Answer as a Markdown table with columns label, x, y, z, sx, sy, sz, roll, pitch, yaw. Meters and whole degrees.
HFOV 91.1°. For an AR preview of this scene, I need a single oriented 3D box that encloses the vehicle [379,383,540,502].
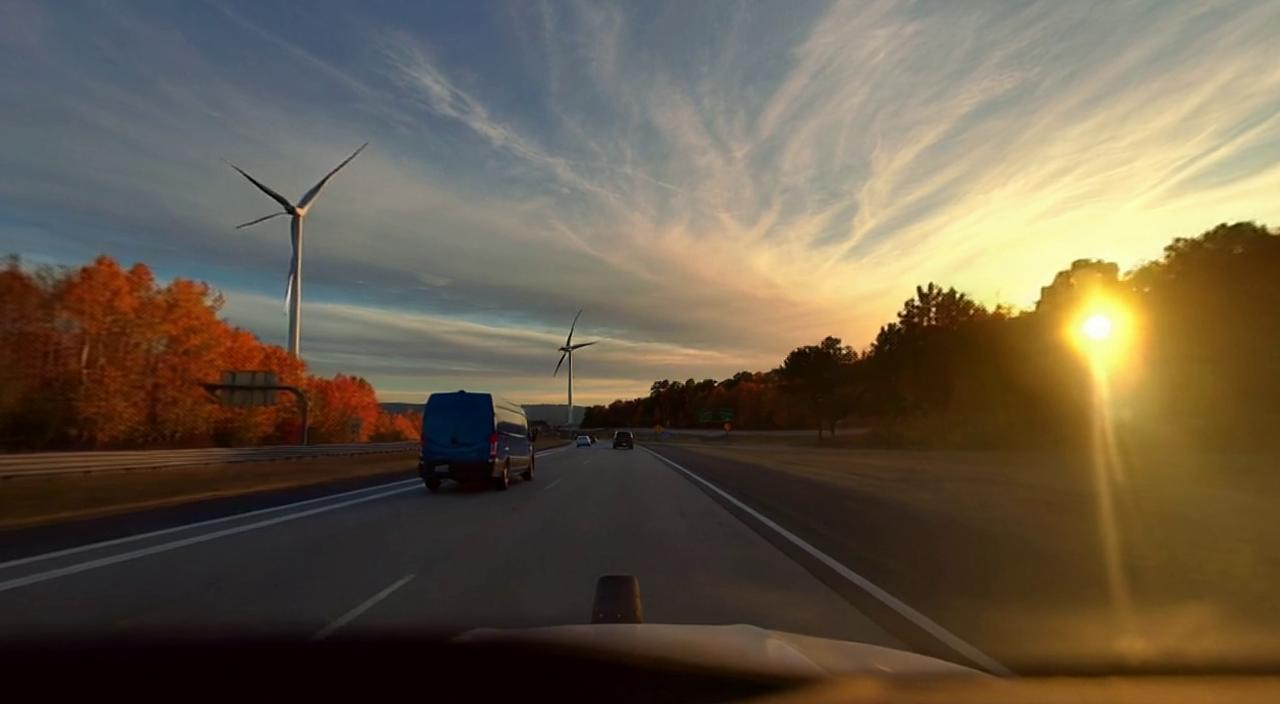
| label | x | y | z | sx | sy | sz | roll | pitch | yaw |
| --- | --- | --- | --- | --- | --- | --- | --- | --- | --- |
| vehicle | -3.939 | 2.110 | 14.931 | 2.303 | 2.323 | 5.089 | 0 | -8 | 0 |
